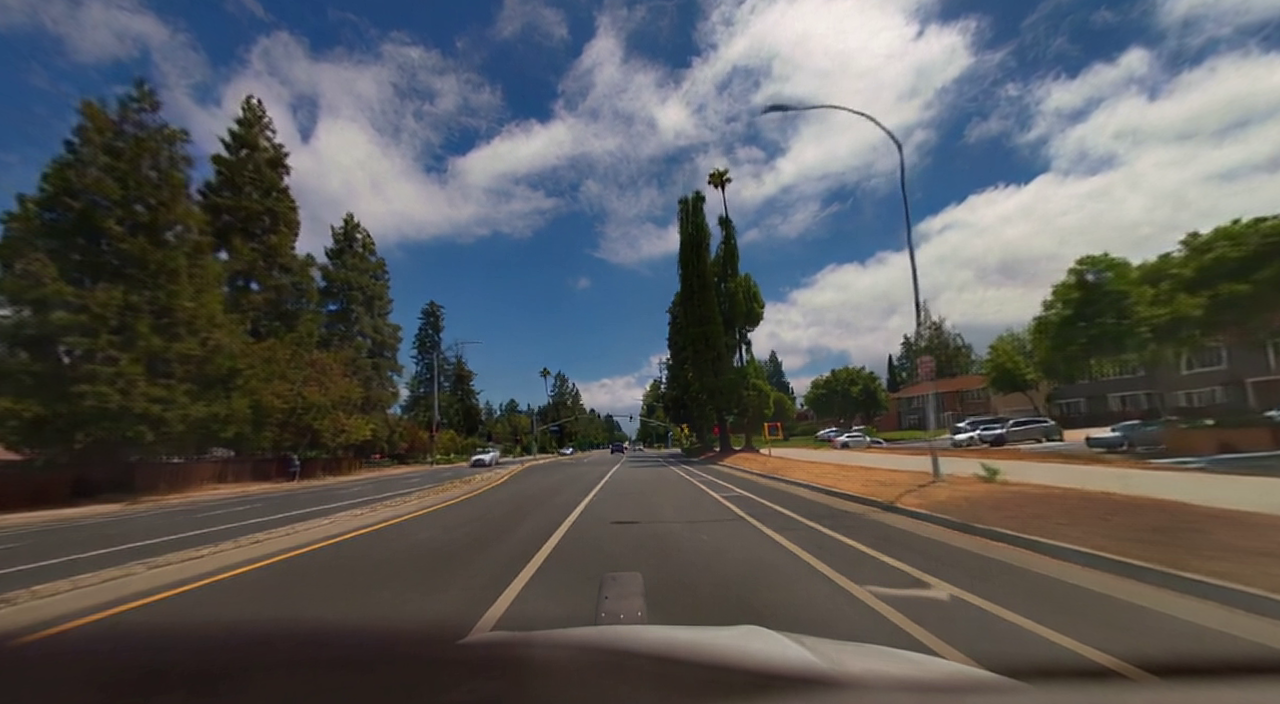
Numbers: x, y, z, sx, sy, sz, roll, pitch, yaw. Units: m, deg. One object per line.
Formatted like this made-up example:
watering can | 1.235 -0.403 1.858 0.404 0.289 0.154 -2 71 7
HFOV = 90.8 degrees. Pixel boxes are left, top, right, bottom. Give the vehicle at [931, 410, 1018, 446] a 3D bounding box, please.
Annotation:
vehicle | 22.613 5.169 42.823 4.512 1.837 2.059 -6 -8 -2

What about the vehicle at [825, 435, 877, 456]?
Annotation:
vehicle | 15.421 6.893 46.501 1.882 1.446 4.741 0 -8 -4

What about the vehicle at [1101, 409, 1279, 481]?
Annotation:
vehicle | 15.594 2.528 17.288 2.106 1.670 5.008 0 -8 0

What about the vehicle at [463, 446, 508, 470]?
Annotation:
vehicle | -11.139 7.617 45.807 1.999 1.618 4.217 -1 -8 4

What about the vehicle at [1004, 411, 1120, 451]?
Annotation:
vehicle | 22.270 4.213 33.457 4.579 1.710 2.020 -4 -8 -2
